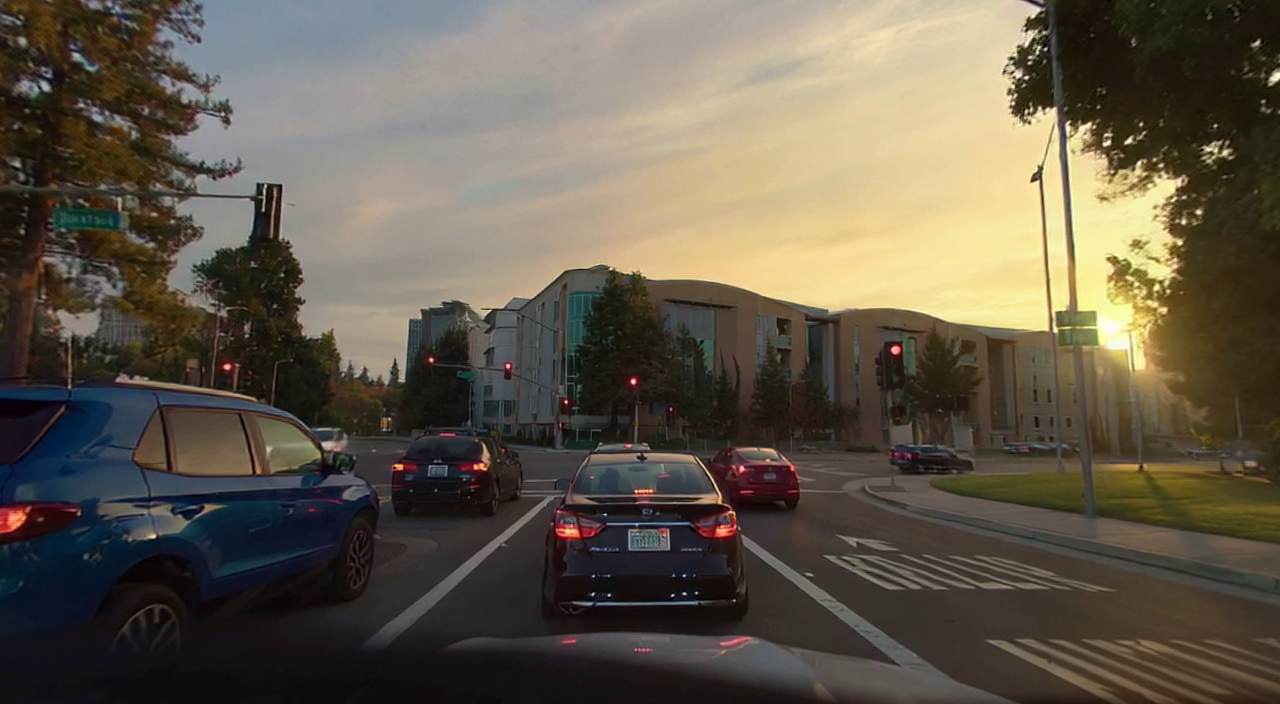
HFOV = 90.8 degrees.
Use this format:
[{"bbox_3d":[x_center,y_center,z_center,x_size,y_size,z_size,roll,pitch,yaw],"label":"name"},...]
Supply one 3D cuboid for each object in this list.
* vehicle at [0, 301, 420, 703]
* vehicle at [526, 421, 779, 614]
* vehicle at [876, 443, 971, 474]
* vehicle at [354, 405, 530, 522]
[{"bbox_3d":[-3.136,1.010,4.145,1.924,1.737,4.387,0,-8,-2],"label":"vehicle"},{"bbox_3d":[-0.060,1.628,7.269,2.001,1.483,4.442,0,-8,-4],"label":"vehicle"},{"bbox_3d":[17.662,6.633,39.510,4.874,1.854,2.230,1,-9,-6],"label":"vehicle"},{"bbox_3d":[-3.887,2.317,13.705,2.305,1.984,5.586,0,-8,-3],"label":"vehicle"}]
